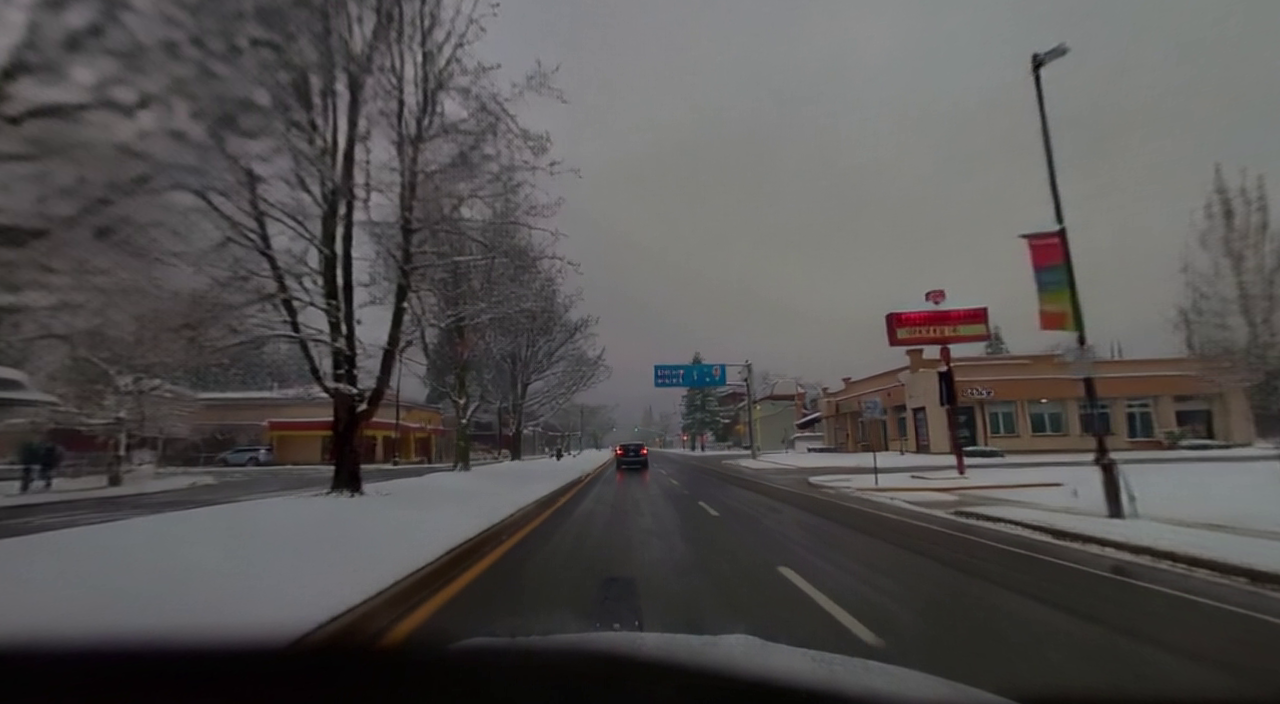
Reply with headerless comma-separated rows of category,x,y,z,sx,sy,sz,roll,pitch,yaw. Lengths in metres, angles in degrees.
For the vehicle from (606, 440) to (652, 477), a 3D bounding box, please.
vehicle,-0.518,5.592,33.117,2.235,1.719,4.292,2,-9,1
